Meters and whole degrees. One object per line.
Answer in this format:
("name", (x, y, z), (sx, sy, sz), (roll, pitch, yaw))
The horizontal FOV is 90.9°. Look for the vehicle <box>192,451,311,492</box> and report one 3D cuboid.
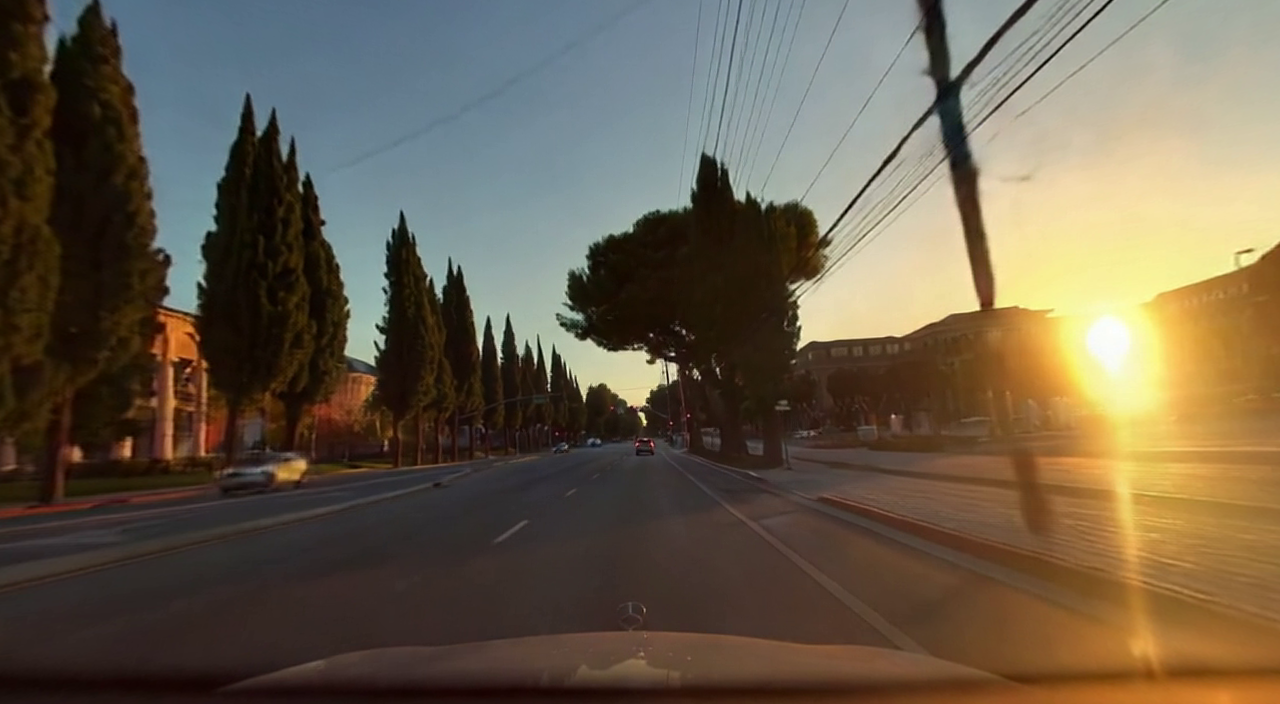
("vehicle", (-16.117, 4.947, 26.521), (1.872, 1.490, 4.810), (0, -9, 1))
